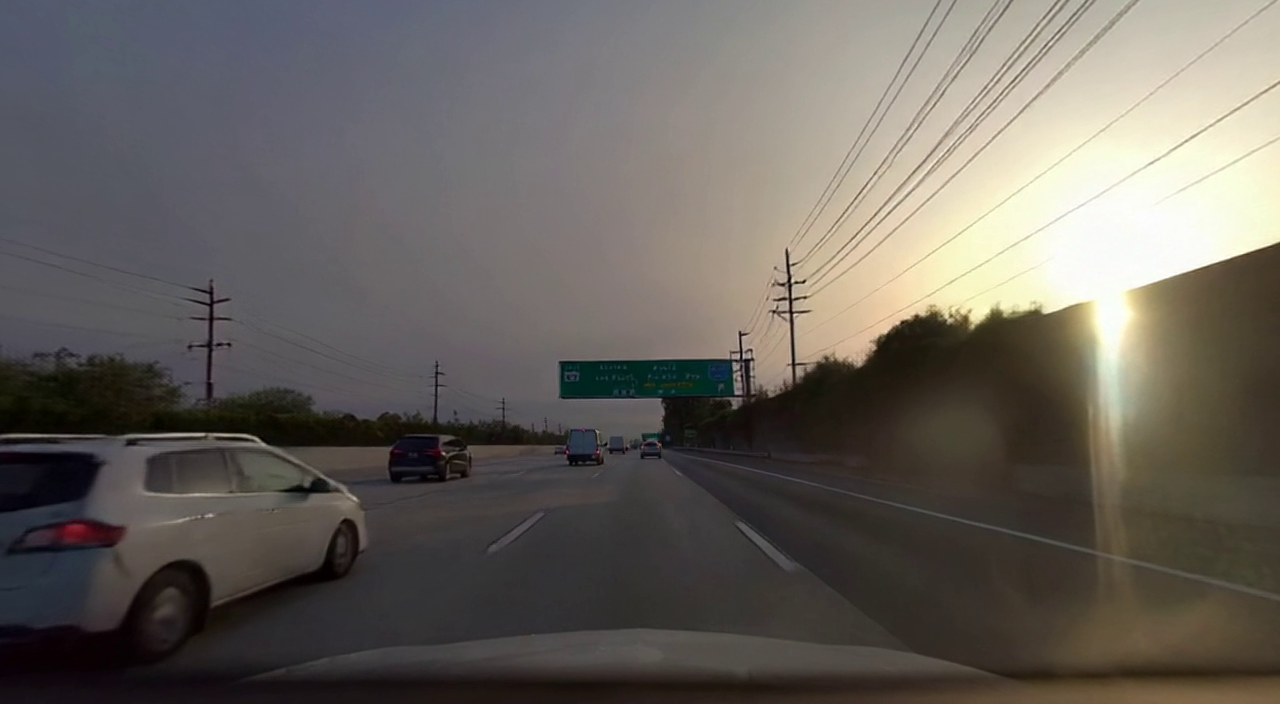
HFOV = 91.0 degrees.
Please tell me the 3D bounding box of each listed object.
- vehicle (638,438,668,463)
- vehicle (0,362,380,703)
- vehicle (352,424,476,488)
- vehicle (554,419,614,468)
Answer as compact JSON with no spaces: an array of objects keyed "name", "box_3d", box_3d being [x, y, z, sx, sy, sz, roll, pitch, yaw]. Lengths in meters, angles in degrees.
[{"name":"vehicle","box_3d":[1.000,7.028,44.931,2.038,1.677,4.219,0,-9,2]},{"name":"vehicle","box_3d":[-3.889,1.193,4.802,1.976,1.688,4.124,0,-9,1]},{"name":"vehicle","box_3d":[-7.427,3.509,21.467,2.192,1.893,5.330,0,-9,0]},{"name":"vehicle","box_3d":[-3.529,6.152,42.135,2.915,2.885,9.394,0,-9,1]}]
